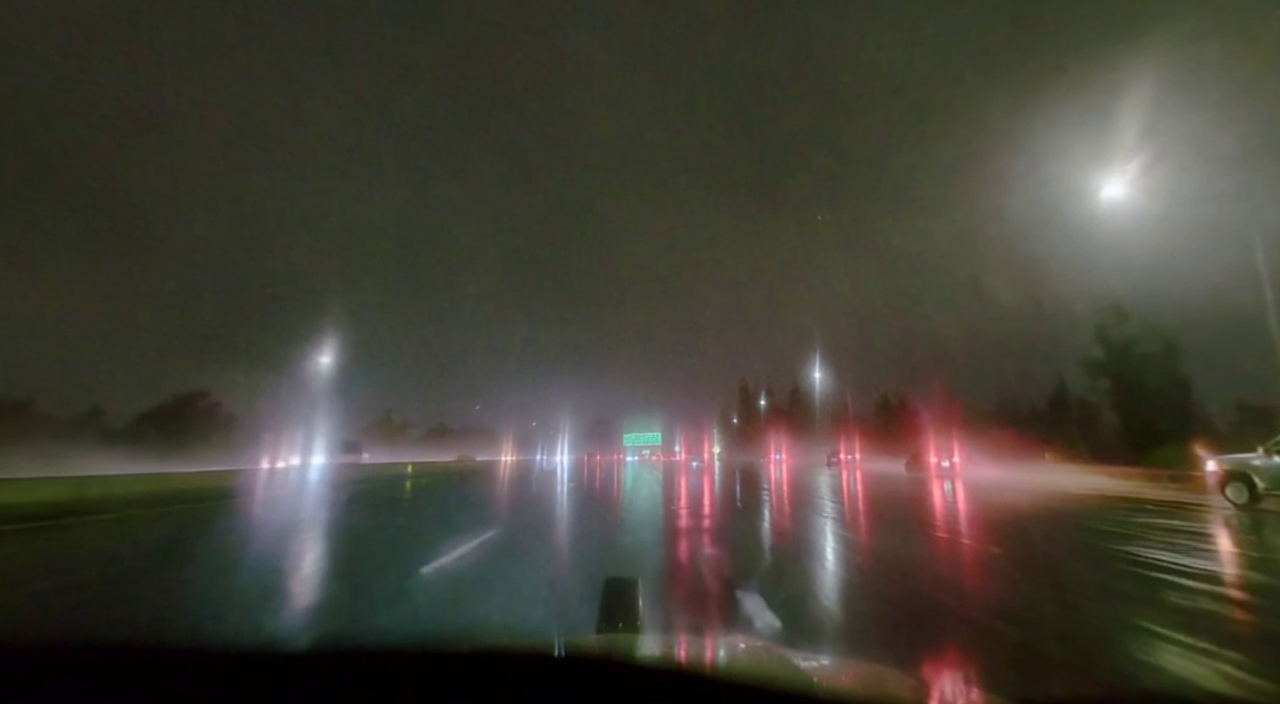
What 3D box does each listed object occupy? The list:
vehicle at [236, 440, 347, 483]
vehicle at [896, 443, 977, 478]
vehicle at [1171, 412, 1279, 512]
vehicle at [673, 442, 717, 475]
[{"bbox_3d":[-14.763,4.651,27.041,2.013,1.655,4.684,0,-9,1],"label":"vehicle"},{"bbox_3d":[15.842,5.814,33.947,2.116,1.754,4.727,0,-9,2],"label":"vehicle"},{"bbox_3d":[15.156,2.332,13.273,2.442,2.140,6.462,0,-9,2],"label":"vehicle"},{"bbox_3d":[3.160,6.239,37.154,2.147,1.794,4.538,0,-9,-1],"label":"vehicle"}]
